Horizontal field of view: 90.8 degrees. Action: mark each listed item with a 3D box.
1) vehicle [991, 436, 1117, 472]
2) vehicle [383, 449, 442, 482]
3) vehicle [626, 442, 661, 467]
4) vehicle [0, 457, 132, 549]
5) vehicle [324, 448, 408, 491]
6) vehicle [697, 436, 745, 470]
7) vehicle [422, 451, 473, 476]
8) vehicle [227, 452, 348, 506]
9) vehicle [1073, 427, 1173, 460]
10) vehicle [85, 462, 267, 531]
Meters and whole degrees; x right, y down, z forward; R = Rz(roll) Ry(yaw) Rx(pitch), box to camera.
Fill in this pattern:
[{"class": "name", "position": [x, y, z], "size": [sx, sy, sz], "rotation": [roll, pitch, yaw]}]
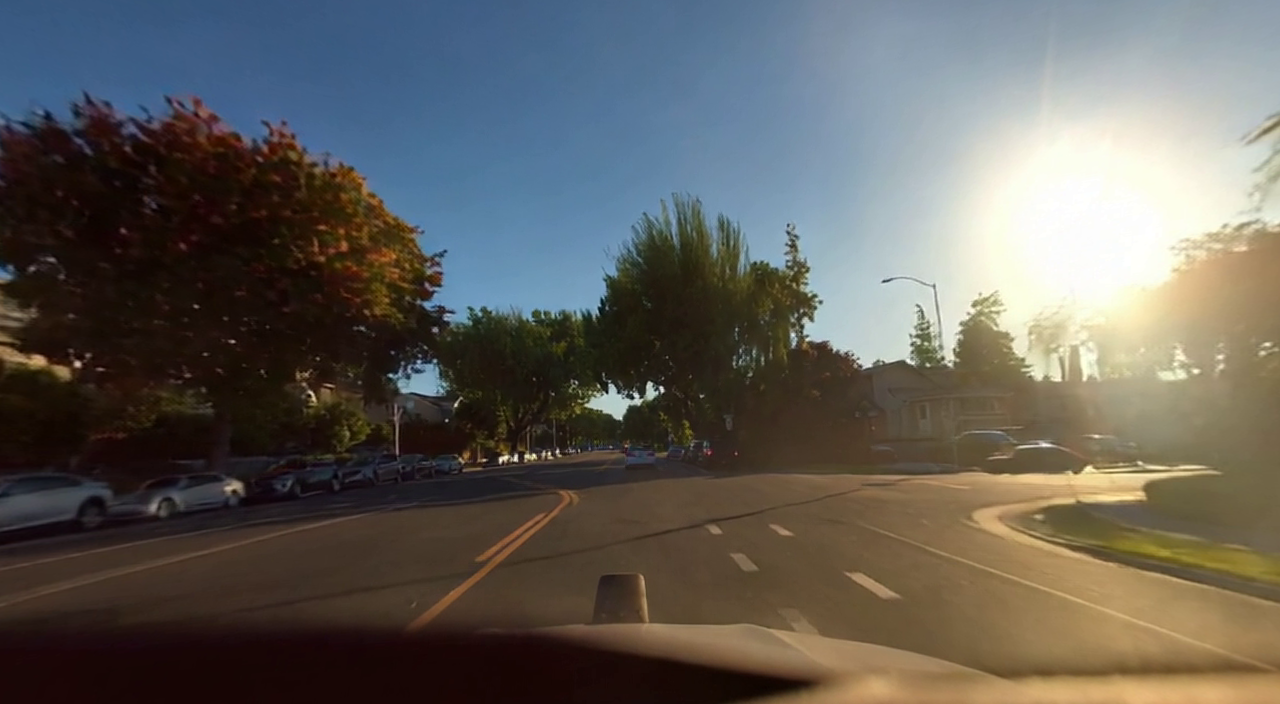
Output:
[{"class": "vehicle", "position": [18.469, 4.569, 28.336], "size": [4.240, 1.560, 1.929], "rotation": [0, -9, 2]}, {"class": "vehicle", "position": [-12.778, 6.357, 35.762], "size": [1.917, 1.739, 4.461], "rotation": [0, -9, -3]}, {"class": "vehicle", "position": [0.165, 6.337, 39.303], "size": [2.022, 1.471, 3.973], "rotation": [0, -9, -1]}, {"class": "vehicle", "position": [-12.289, 2.853, 11.637], "size": [1.905, 1.503, 5.015], "rotation": [-4, -8, -2]}, {"class": "vehicle", "position": [-12.682, 5.416, 29.678], "size": [1.904, 1.805, 5.100], "rotation": [0, -9, -3]}, {"class": "vehicle", "position": [5.055, 6.340, 40.096], "size": [2.195, 2.000, 4.789], "rotation": [1, -8, -3]}, {"class": "vehicle", "position": [-12.623, 7.348, 41.770], "size": [1.835, 1.488, 4.696], "rotation": [0, -9, 1]}, {"class": "vehicle", "position": [-12.749, 4.563, 23.240], "size": [1.938, 1.738, 4.516], "rotation": [0, -9, -2]}, {"class": "vehicle", "position": [26.271, 5.004, 34.582], "size": [1.873, 1.686, 4.429], "rotation": [0, -9, 0]}, {"class": "vehicle", "position": [-12.534, 3.888, 17.488], "size": [1.810, 1.399, 4.285], "rotation": [-4, -9, 0]}]
